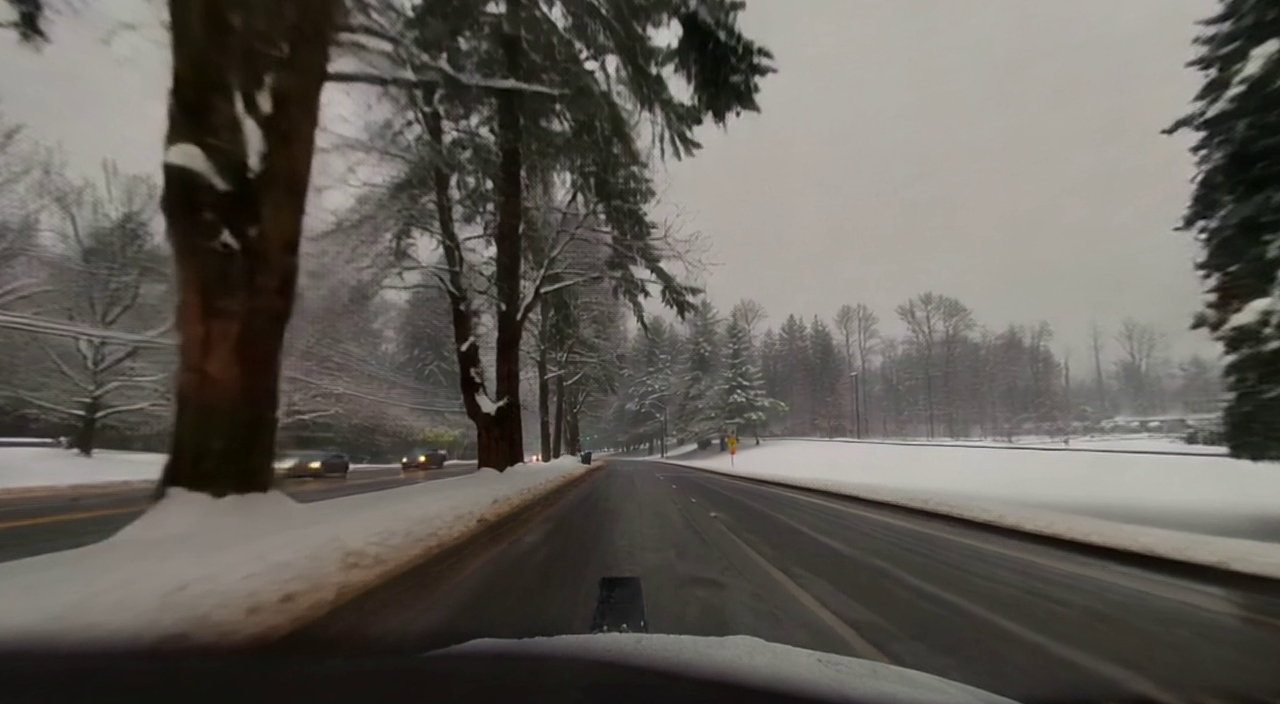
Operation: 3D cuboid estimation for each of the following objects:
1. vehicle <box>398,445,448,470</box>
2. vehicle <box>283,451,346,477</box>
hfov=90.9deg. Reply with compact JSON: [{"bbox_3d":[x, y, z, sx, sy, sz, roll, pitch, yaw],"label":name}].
[{"bbox_3d":[-16.992,8.236,49.665,2.064,1.844,4.845,-1,-8,2],"label":"vehicle"},{"bbox_3d":[-20.116,6.895,39.077,1.844,1.461,3.788,0,-8,0],"label":"vehicle"}]
